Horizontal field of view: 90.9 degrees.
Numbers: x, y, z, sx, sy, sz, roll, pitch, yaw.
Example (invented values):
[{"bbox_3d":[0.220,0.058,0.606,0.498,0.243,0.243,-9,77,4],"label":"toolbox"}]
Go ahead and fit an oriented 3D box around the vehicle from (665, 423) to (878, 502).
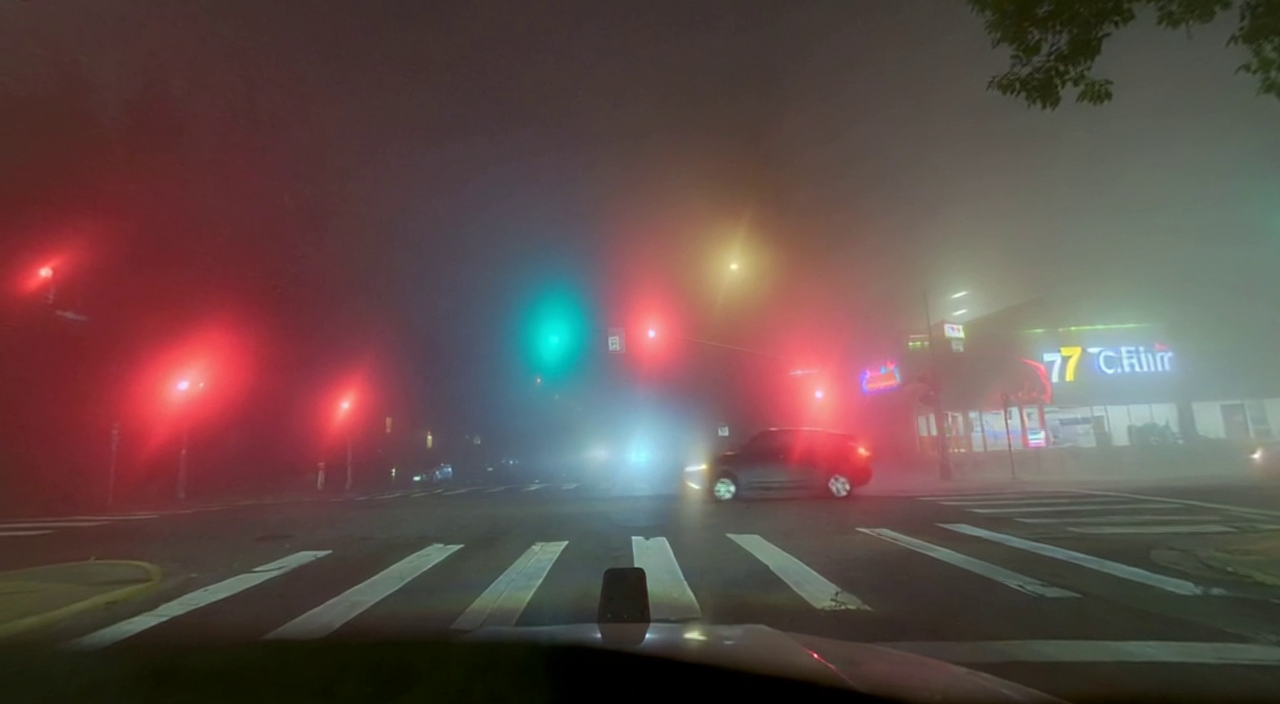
[{"bbox_3d":[3.081,2.720,15.674,4.836,1.795,1.957,0,-8,1],"label":"vehicle"}]
